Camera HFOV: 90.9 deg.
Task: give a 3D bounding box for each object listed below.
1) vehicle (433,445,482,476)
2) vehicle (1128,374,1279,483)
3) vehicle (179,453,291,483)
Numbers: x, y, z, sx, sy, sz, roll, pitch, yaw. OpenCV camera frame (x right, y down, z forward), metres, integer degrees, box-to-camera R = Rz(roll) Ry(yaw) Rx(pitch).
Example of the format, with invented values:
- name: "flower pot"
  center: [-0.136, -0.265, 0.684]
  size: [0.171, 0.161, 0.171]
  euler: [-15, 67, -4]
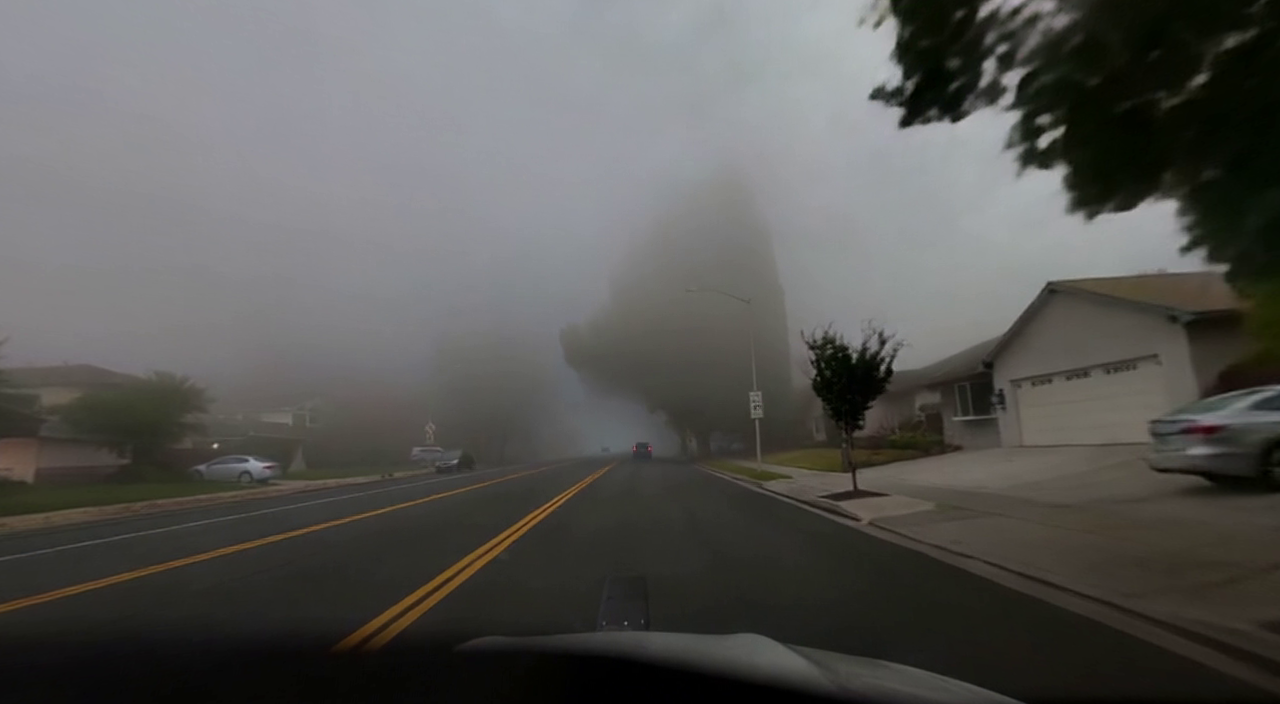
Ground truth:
- name: "vehicle"
  center: [-14.166, 8.400, 49.195]
  size: [2.337, 1.850, 5.448]
  euler: [-4, -6, -2]
- name: "vehicle"
  center: [11.130, 1.134, 9.853]
  size: [4.996, 1.563, 1.984]
  euler: [-4, -9, 15]
- name: "vehicle"
  center: [-22.790, 6.530, 35.671]
  size: [4.791, 1.564, 2.125]
  euler: [0, -8, -5]
